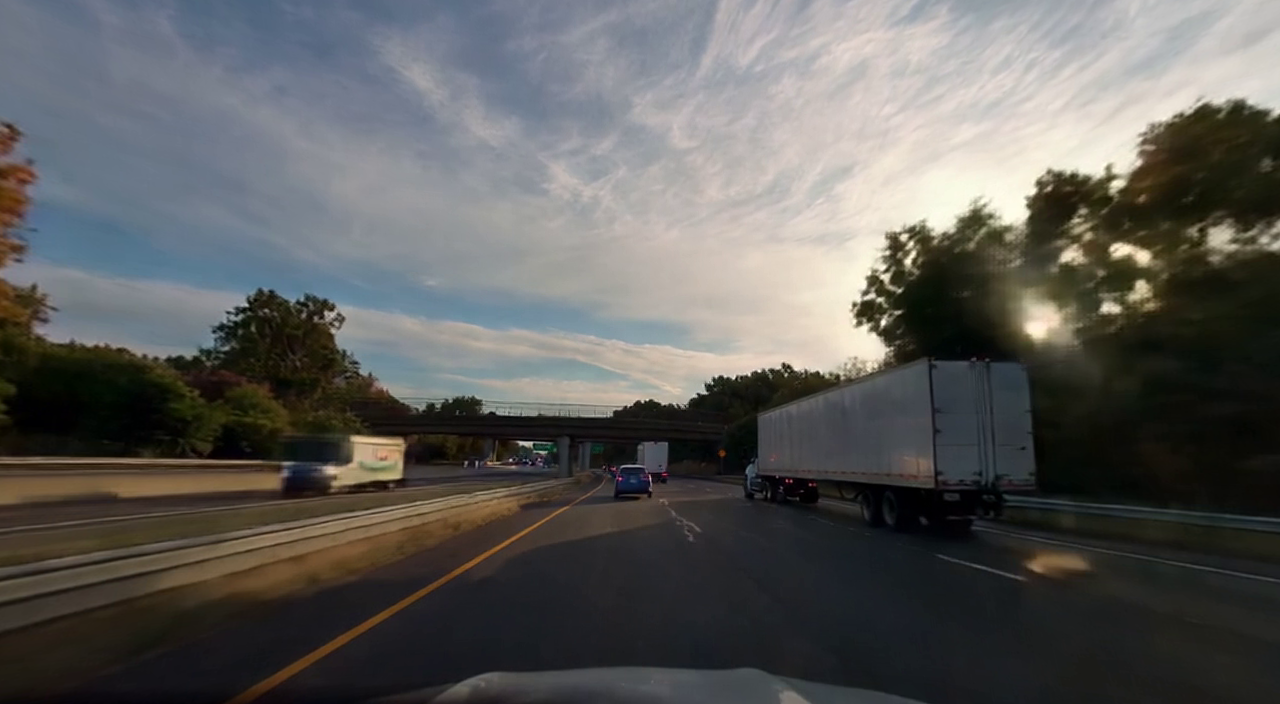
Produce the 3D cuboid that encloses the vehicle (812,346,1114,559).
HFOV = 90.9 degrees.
[{"bbox_3d":[6.736,2.467,15.160,2.839,3.684,8.091,1,-11,0],"label":"vehicle"}]

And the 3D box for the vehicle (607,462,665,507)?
[{"bbox_3d":[-0.166,5.085,24.374,2.067,1.552,3.601,1,-11,-1],"label":"vehicle"}]

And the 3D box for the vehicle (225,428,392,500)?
[{"bbox_3d":[-9.699,3.425,19.174,1.997,1.794,5.701,1,-11,0],"label":"vehicle"}]
